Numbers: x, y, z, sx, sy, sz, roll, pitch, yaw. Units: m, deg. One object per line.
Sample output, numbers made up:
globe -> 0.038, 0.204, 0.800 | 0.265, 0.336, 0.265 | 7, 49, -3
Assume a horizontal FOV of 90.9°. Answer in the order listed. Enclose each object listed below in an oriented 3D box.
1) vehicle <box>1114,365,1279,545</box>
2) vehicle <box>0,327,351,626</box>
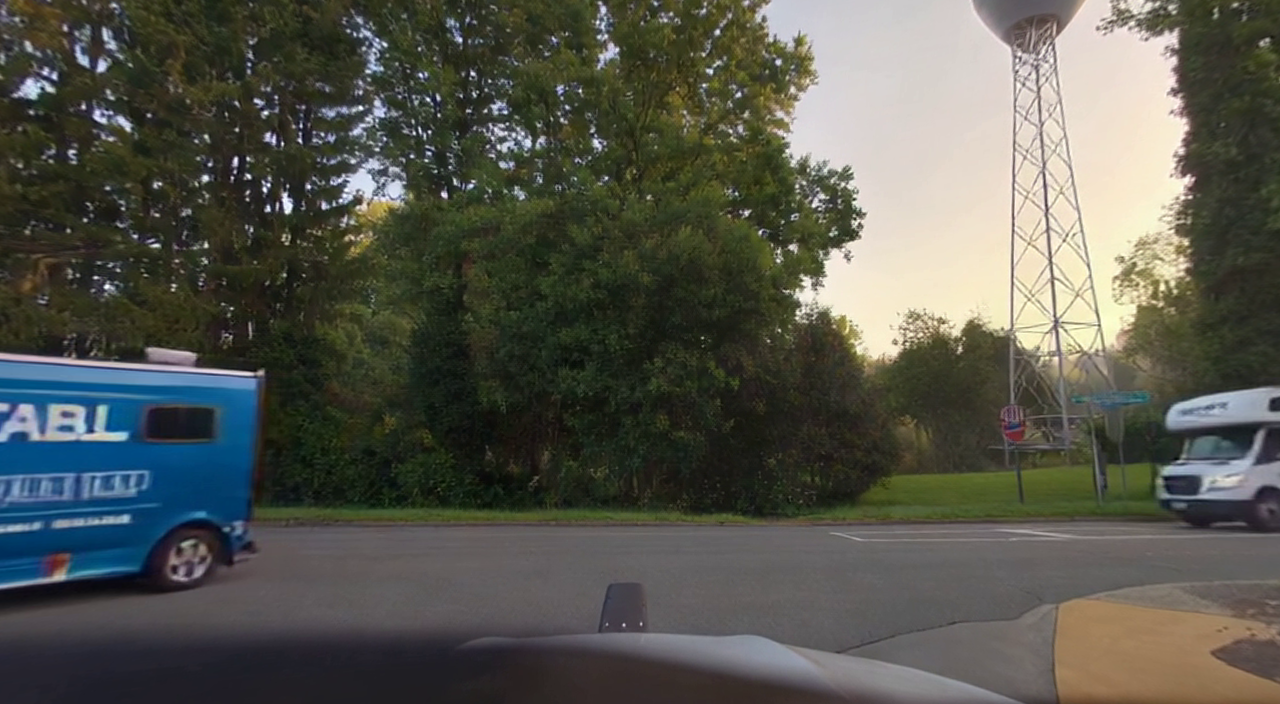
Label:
vehicle -> 14.928, 2.074, 12.944 | 8.152, 3.185, 2.776 | 0, -9, -3
vehicle -> -6.221, 1.101, 5.795 | 2.247, 2.424, 5.923 | -9, -12, 44
